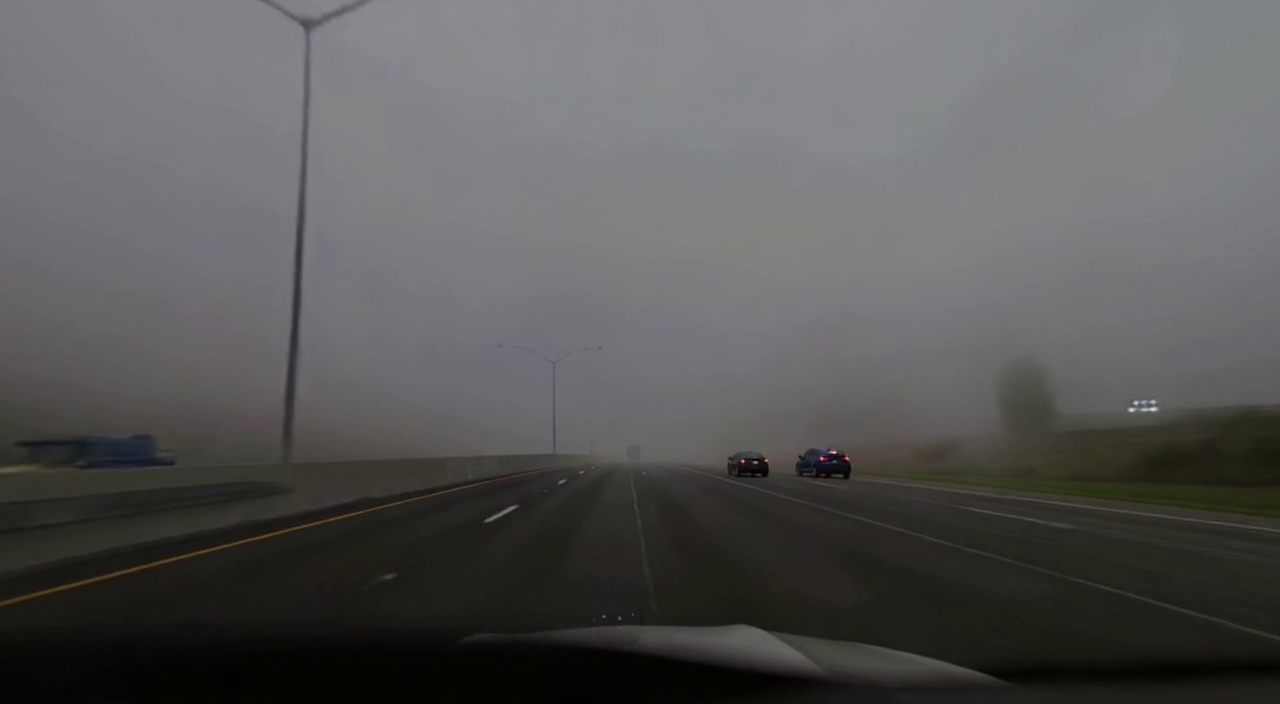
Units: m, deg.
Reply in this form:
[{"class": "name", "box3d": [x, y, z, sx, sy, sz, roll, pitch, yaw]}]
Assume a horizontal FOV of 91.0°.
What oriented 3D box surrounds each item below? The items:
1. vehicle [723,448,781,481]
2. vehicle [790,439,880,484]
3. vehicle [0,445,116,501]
[{"class": "vehicle", "box3d": [5.594, 5.665, 32.002, 2.053, 1.553, 4.463, 0, -9, -1]}, {"class": "vehicle", "box3d": [9.126, 5.183, 30.121, 2.387, 1.936, 5.646, 0, -9, -1]}, {"class": "vehicle", "box3d": [-22.441, 4.285, 22.594, 2.389, 1.855, 5.634, 0, -9, 0]}]
